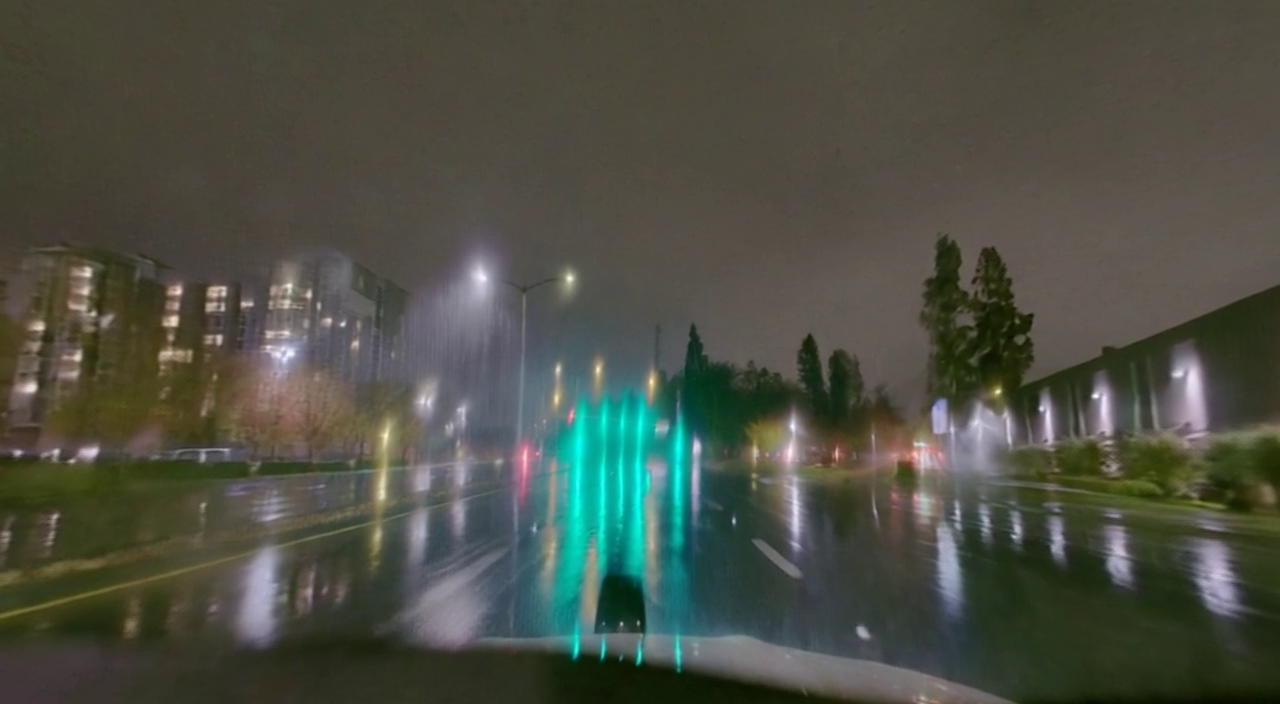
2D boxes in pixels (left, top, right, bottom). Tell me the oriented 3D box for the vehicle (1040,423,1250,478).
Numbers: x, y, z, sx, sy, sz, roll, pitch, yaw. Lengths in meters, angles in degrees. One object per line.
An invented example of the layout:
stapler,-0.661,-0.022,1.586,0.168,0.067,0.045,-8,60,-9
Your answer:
vehicle,38.110,7.578,48.711,3.455,3.683,12.209,5,-10,-24

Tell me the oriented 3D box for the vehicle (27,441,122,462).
vehicle,-42.457,7.444,47.553,4.891,1.468,1.952,4,-10,-28
